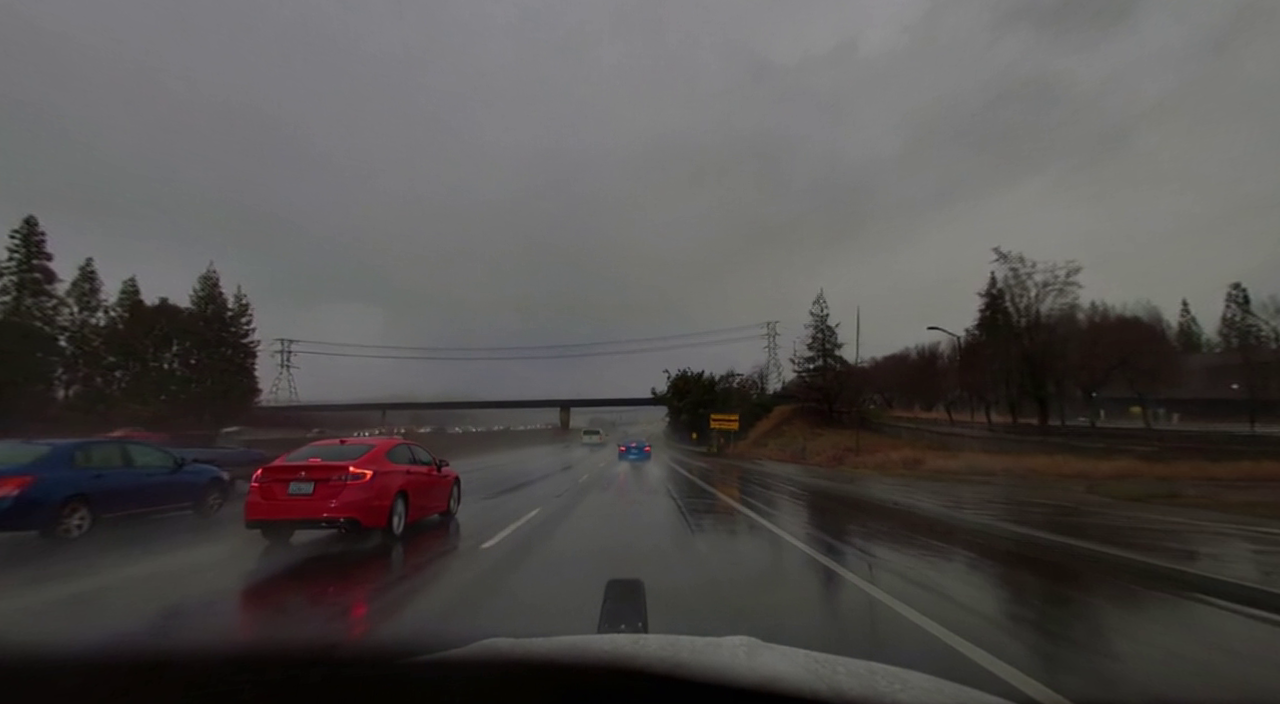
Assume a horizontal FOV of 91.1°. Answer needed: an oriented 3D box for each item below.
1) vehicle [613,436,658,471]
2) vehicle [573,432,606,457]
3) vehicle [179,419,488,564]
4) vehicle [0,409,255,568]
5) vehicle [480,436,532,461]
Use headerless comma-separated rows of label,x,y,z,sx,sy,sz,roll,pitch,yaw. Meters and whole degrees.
vehicle,-0.216,4.665,29.065,1.954,1.460,3.983,0,-8,-1
vehicle,-3.777,6.978,47.480,2.174,1.806,3.932,0,-8,0
vehicle,-3.789,1.803,8.958,2.035,1.514,4.600,0,-8,1
vehicle,-7.527,1.658,8.202,1.968,1.614,4.674,0,-8,1
vehicle,-8.387,6.100,39.764,2.053,1.486,5.050,0,-8,1
